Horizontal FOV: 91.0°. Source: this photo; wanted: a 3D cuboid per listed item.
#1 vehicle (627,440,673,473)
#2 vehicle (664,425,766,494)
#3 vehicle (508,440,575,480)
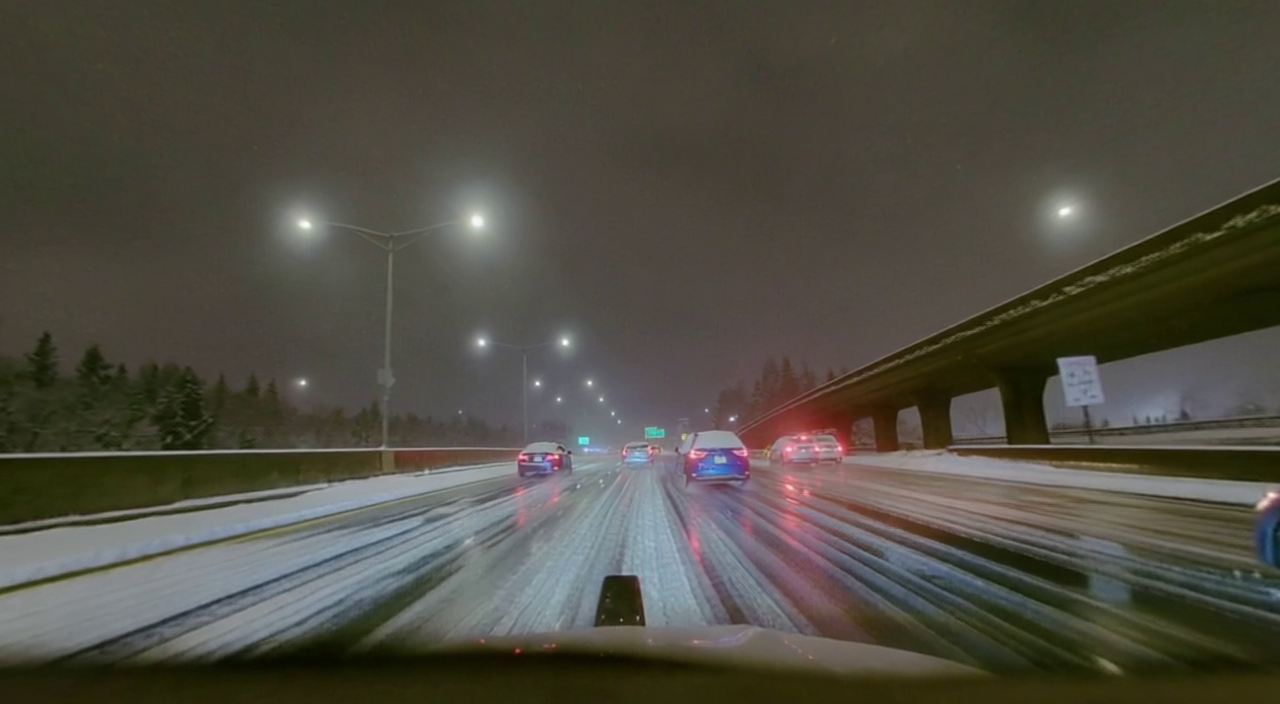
[{"bbox_3d":[0.461,5.051,30.618,2.089,1.493,3.964,0,-8,0],"label":"vehicle"},{"bbox_3d":[2.007,3.082,18.327,2.202,1.748,4.158,1,-8,-4],"label":"vehicle"},{"bbox_3d":[-3.972,4.405,26.041,2.031,1.491,4.145,0,-8,1],"label":"vehicle"}]
